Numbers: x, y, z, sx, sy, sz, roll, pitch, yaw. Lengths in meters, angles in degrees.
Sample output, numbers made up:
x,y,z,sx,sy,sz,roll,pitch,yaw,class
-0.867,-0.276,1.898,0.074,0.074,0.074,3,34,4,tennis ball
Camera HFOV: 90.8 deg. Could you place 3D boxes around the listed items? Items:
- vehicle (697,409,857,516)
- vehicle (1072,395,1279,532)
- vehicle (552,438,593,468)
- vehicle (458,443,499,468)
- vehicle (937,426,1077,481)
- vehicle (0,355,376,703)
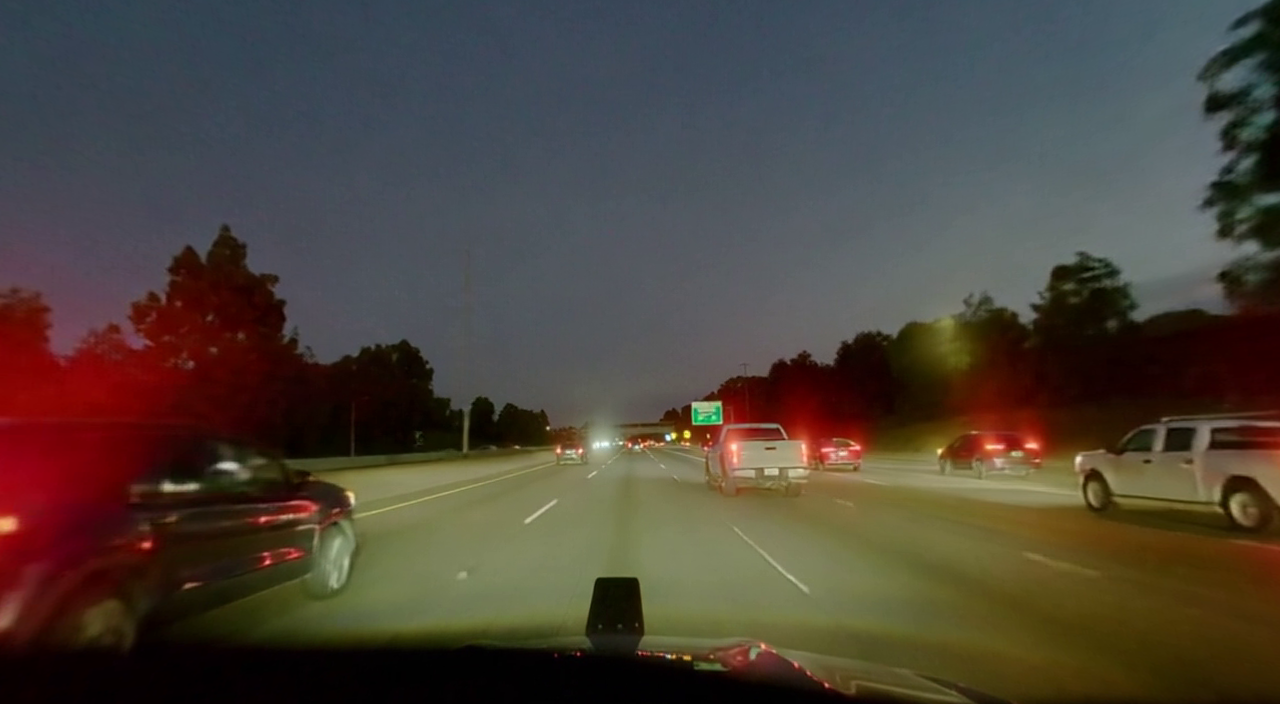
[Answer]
x,y,z,sx,sy,sz,roll,pitch,yaw,class
2.685,2.374,14.055,2.200,1.870,5.649,0,-8,-1,vehicle
9.876,1.764,10.221,2.046,1.873,5.131,0,-8,-1,vehicle
-3.932,5.993,37.664,1.992,1.651,4.185,0,-8,0,vehicle
-9.133,5.877,36.002,1.426,1.346,3.208,0,-8,1,vehicle
13.162,3.678,23.116,2.076,1.799,4.871,0,-8,-1,vehicle
-3.576,1.041,3.771,2.119,1.654,4.353,0,-8,0,vehicle
